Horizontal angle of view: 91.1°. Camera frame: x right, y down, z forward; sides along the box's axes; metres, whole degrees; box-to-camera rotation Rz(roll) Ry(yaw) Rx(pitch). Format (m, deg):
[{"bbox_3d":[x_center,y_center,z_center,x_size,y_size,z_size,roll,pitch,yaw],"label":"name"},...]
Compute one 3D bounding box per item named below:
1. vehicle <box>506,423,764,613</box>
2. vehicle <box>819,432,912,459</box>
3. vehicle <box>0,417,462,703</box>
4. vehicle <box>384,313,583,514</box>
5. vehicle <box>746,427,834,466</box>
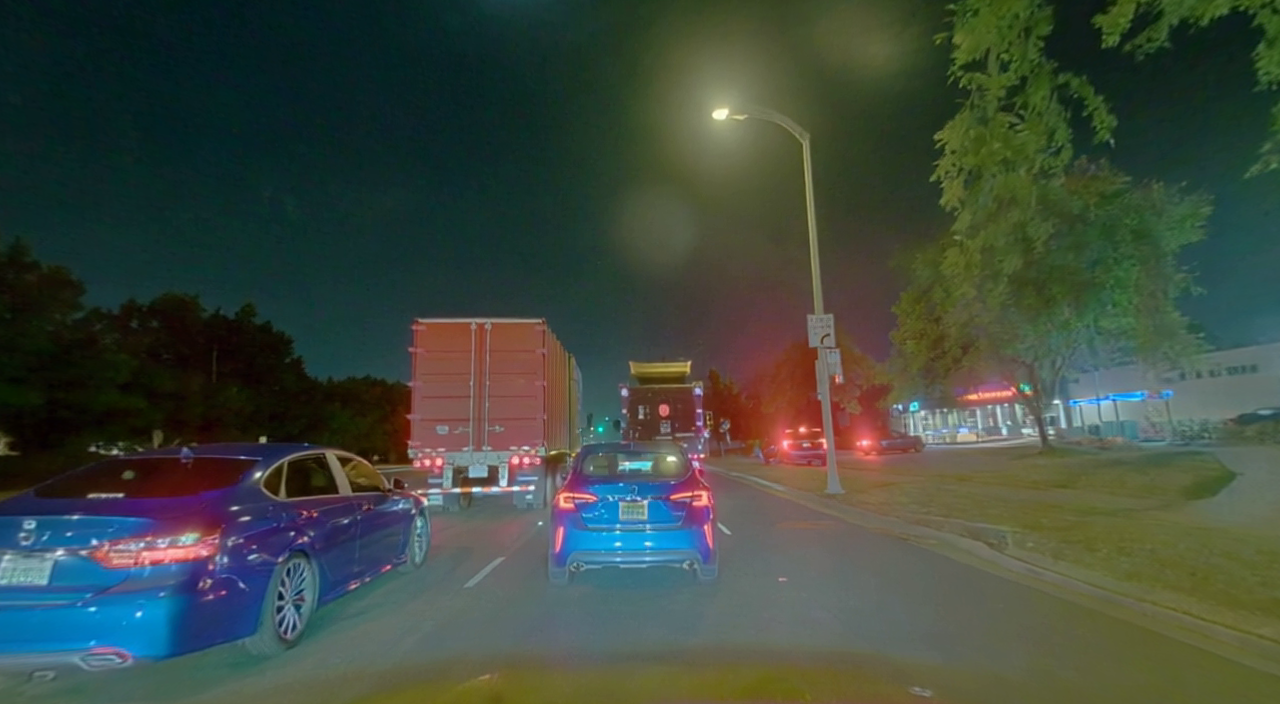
[{"bbox_3d":[-0.087,1.642,7.177,2.067,1.506,4.118,0,-8,-1],"label":"vehicle"},{"bbox_3d":[12.767,5.344,35.796,4.574,1.478,1.880,0,-8,3],"label":"vehicle"},{"bbox_3d":[-3.089,1.369,5.159,1.969,1.471,4.378,0,-8,0],"label":"vehicle"},{"bbox_3d":[-3.254,1.649,15.469,3.020,3.800,7.105,0,-8,0],"label":"vehicle"},{"bbox_3d":[7.782,4.982,33.066,2.061,1.845,4.829,3,-9,-21],"label":"vehicle"}]
